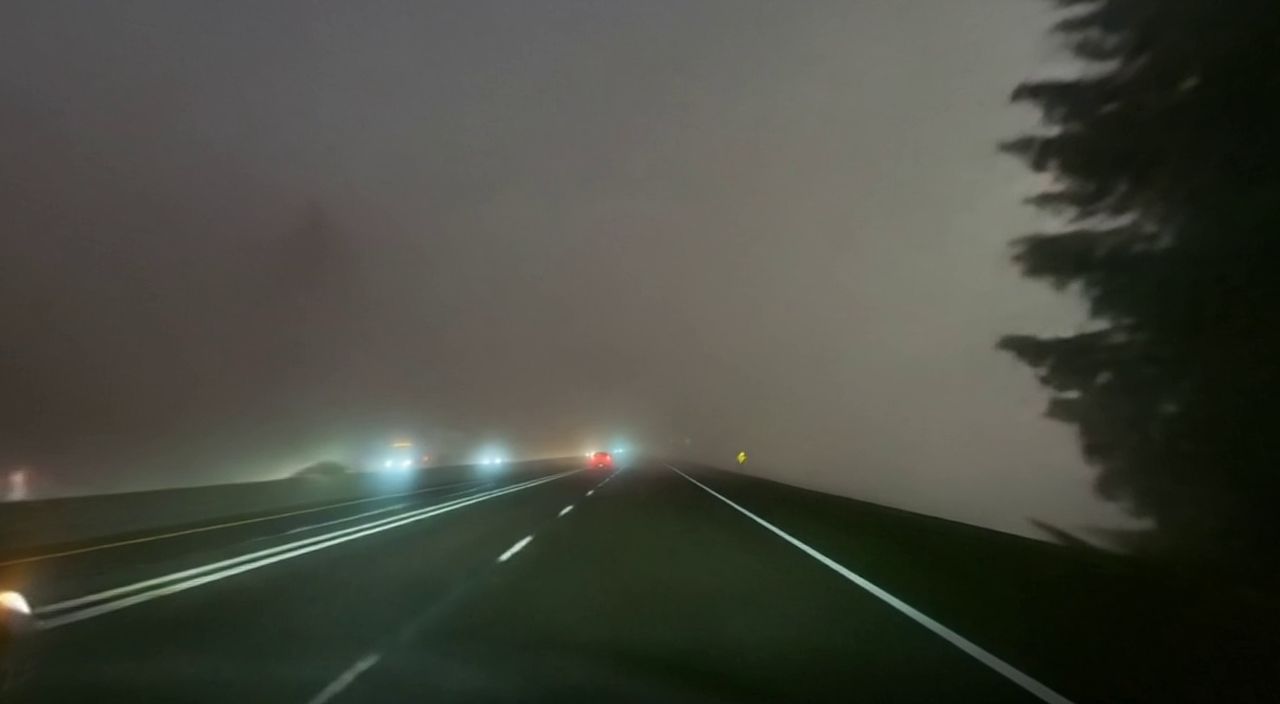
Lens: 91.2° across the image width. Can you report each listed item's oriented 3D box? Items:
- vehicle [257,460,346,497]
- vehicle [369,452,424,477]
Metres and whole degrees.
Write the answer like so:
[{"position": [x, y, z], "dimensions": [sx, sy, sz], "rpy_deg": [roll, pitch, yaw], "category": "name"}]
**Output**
[{"position": [-15.132, 5.650, 28.272], "dimensions": [1.794, 1.466, 3.854], "rpy_deg": [0, -9, 1], "category": "vehicle"}, {"position": [-19.005, 8.762, 49.162], "dimensions": [2.088, 1.792, 5.243], "rpy_deg": [0, -9, 2], "category": "vehicle"}]
